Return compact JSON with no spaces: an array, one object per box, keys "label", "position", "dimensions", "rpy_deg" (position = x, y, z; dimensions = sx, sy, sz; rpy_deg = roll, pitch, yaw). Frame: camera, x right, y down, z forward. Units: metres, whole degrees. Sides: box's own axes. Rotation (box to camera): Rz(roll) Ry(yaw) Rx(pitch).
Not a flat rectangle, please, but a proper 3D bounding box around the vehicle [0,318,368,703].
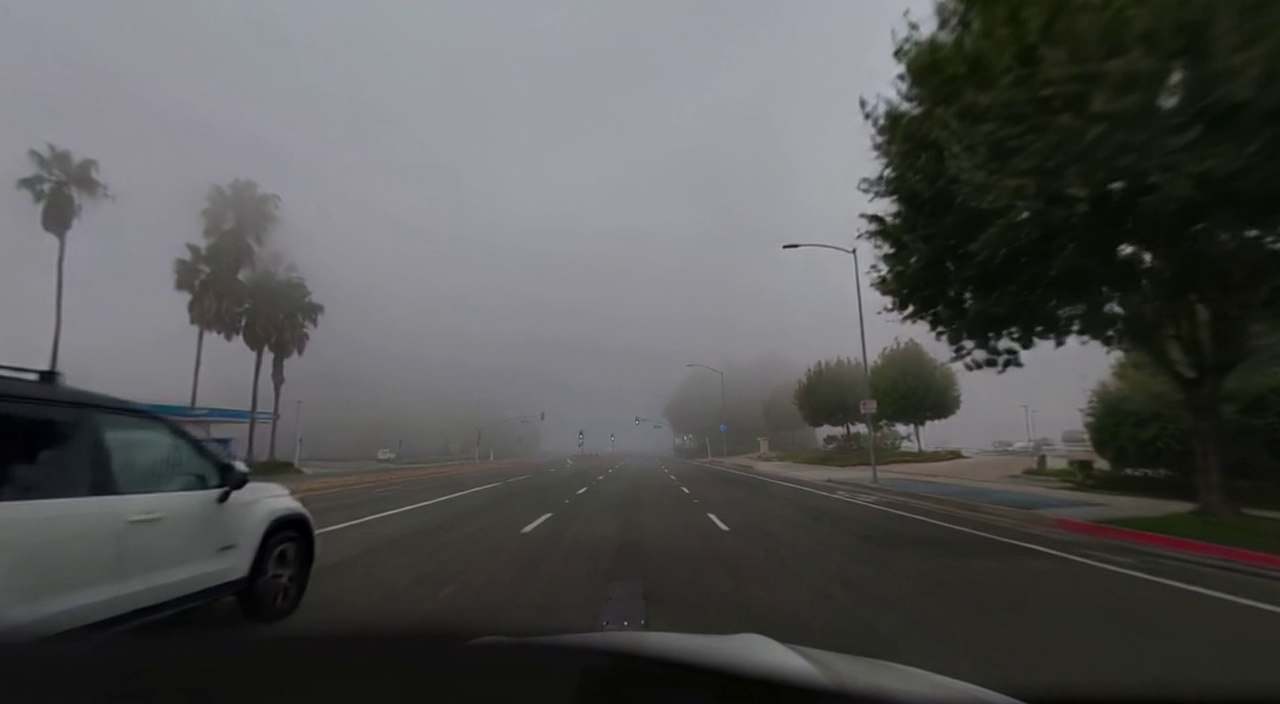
[{"label":"vehicle","position":[-3.336,0.872,3.015],"dimensions":[2.011,1.756,4.478],"rpy_deg":[0,-9,0]}]
